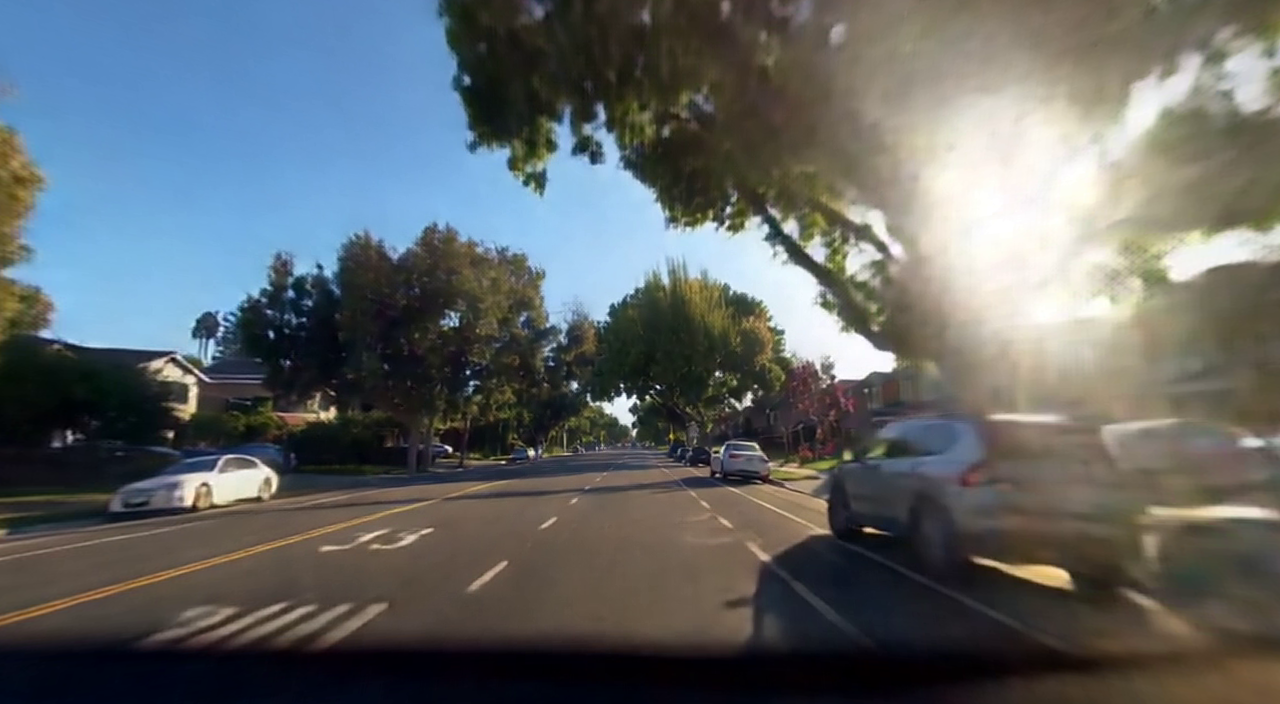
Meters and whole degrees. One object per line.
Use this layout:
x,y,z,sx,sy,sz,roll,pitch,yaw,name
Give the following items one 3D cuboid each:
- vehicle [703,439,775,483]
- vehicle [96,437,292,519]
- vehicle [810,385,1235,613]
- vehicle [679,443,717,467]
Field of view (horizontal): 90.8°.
3.950,4.456,26.073,1.999,1.615,4.513,0,-9,-3,vehicle
-10.930,3.122,15.976,1.964,1.667,4.217,-3,-10,-2,vehicle
3.906,1.599,7.840,2.120,1.916,4.836,0,-9,-1,vehicle
3.932,7.075,43.623,1.997,1.510,4.555,0,-9,-3,vehicle
